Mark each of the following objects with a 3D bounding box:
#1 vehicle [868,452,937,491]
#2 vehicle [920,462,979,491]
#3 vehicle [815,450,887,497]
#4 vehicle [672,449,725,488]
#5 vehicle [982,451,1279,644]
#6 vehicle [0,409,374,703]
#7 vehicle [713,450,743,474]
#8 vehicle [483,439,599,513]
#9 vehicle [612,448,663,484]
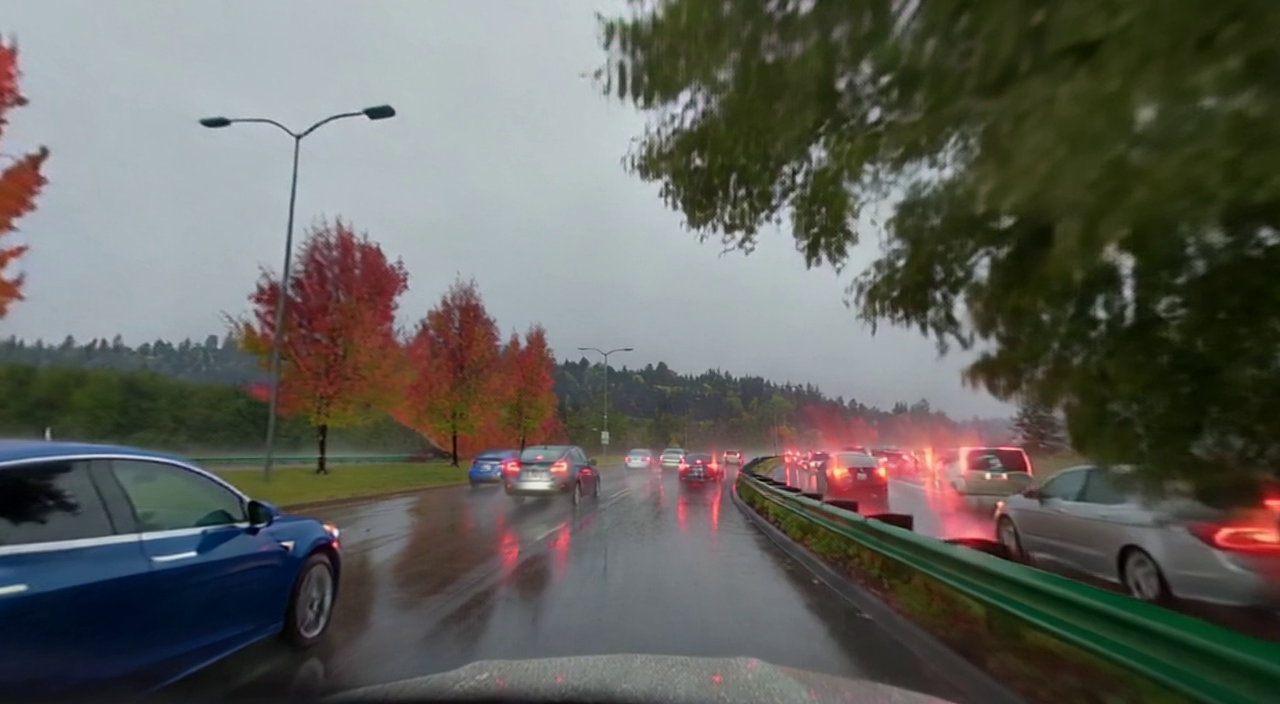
[{"bbox_3d":[13.254,6.008,32.122,2.121,1.777,4.755,-1,-9,9],"label":"vehicle"},{"bbox_3d":[17.982,7.212,36.776,1.816,1.481,4.422,-1,-9,9],"label":"vehicle"},{"bbox_3d":[8.164,4.699,24.728,1.768,1.634,4.064,0,-9,5],"label":"vehicle"},{"bbox_3d":[2.610,4.989,27.266,2.015,1.506,4.276,-1,-9,8],"label":"vehicle"},{"bbox_3d":[6.139,1.917,7.226,1.869,1.516,4.753,0,-9,2],"label":"vehicle"},{"bbox_3d":[-3.354,1.106,3.297,1.921,1.503,4.317,0,-9,2],"label":"vehicle"},{"bbox_3d":[6.610,8.135,46.801,1.977,1.704,3.841,-1,-9,11],"label":"vehicle"},{"bbox_3d":[-2.431,3.201,16.822,1.979,1.663,4.513,0,-9,5],"label":"vehicle"},{"bbox_3d":[-0.039,5.768,32.200,1.930,1.635,4.260,-1,-9,9],"label":"vehicle"}]
